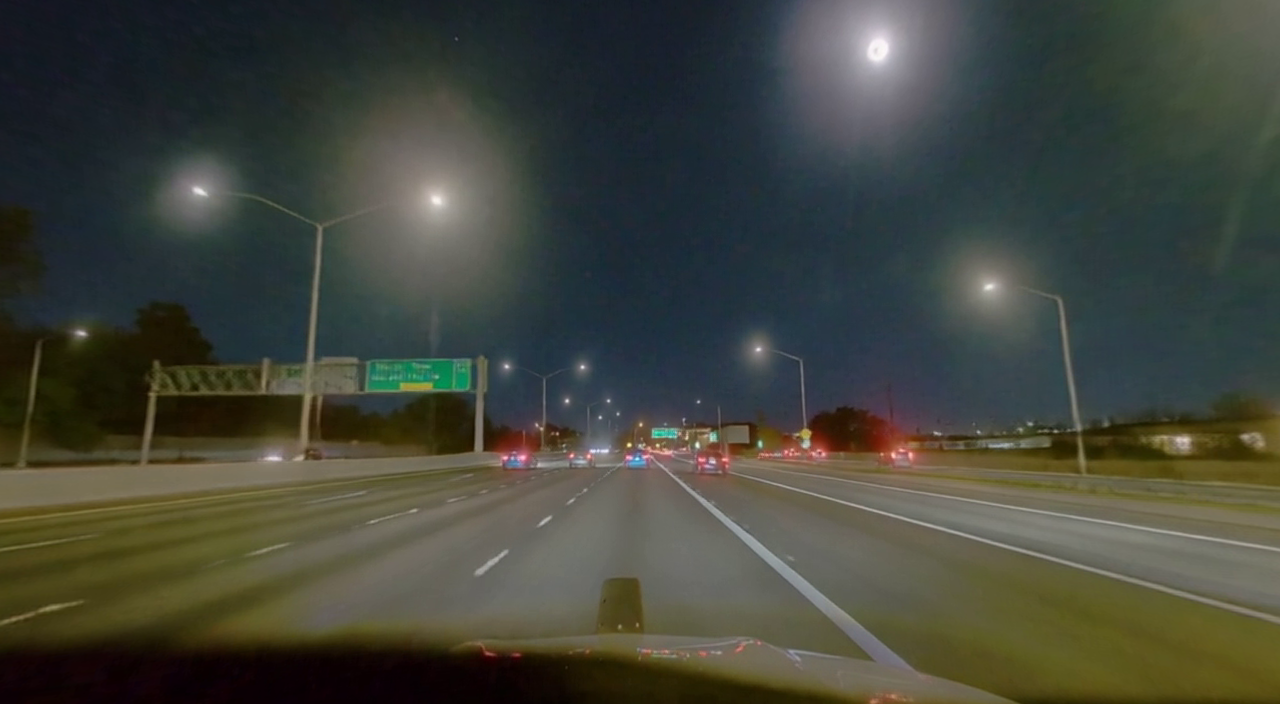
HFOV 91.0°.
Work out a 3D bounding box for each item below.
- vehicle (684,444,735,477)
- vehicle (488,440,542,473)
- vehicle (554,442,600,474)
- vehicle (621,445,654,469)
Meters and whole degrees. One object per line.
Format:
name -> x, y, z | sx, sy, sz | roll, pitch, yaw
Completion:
vehicle -> 3.523, 5.581, 32.682 | 2.077, 1.527, 4.553 | 0, -9, 0
vehicle -> -6.948, 5.877, 35.480 | 2.112, 1.721, 4.381 | 0, -9, 1
vehicle -> -3.489, 5.964, 35.710 | 2.091, 1.664, 4.157 | 0, -9, 1
vehicle -> -0.163, 7.208, 43.380 | 2.166, 1.496, 4.158 | 0, -9, 0
